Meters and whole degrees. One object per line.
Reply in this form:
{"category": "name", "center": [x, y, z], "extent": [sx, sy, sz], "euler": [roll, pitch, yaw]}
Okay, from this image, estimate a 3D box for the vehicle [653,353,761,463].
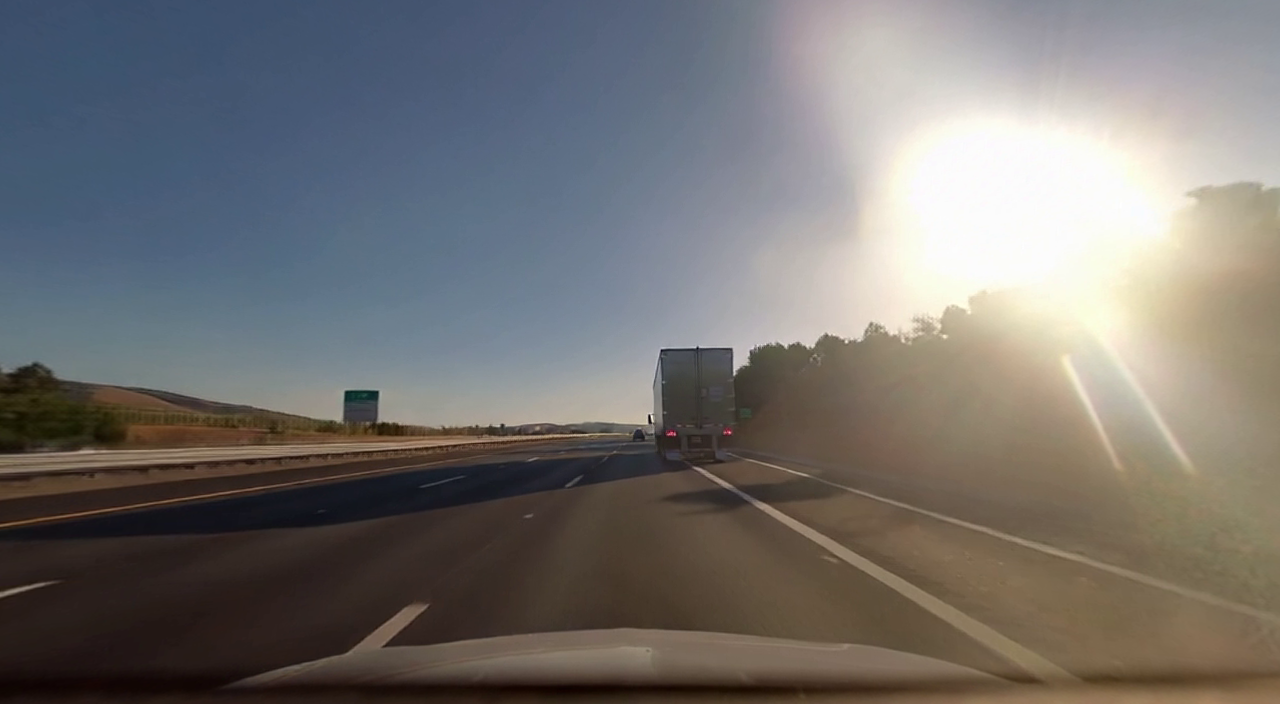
{"category": "vehicle", "center": [2.362, 2.676, 27.274], "extent": [3.446, 3.698, 12.089], "euler": [0, -8, 0]}
